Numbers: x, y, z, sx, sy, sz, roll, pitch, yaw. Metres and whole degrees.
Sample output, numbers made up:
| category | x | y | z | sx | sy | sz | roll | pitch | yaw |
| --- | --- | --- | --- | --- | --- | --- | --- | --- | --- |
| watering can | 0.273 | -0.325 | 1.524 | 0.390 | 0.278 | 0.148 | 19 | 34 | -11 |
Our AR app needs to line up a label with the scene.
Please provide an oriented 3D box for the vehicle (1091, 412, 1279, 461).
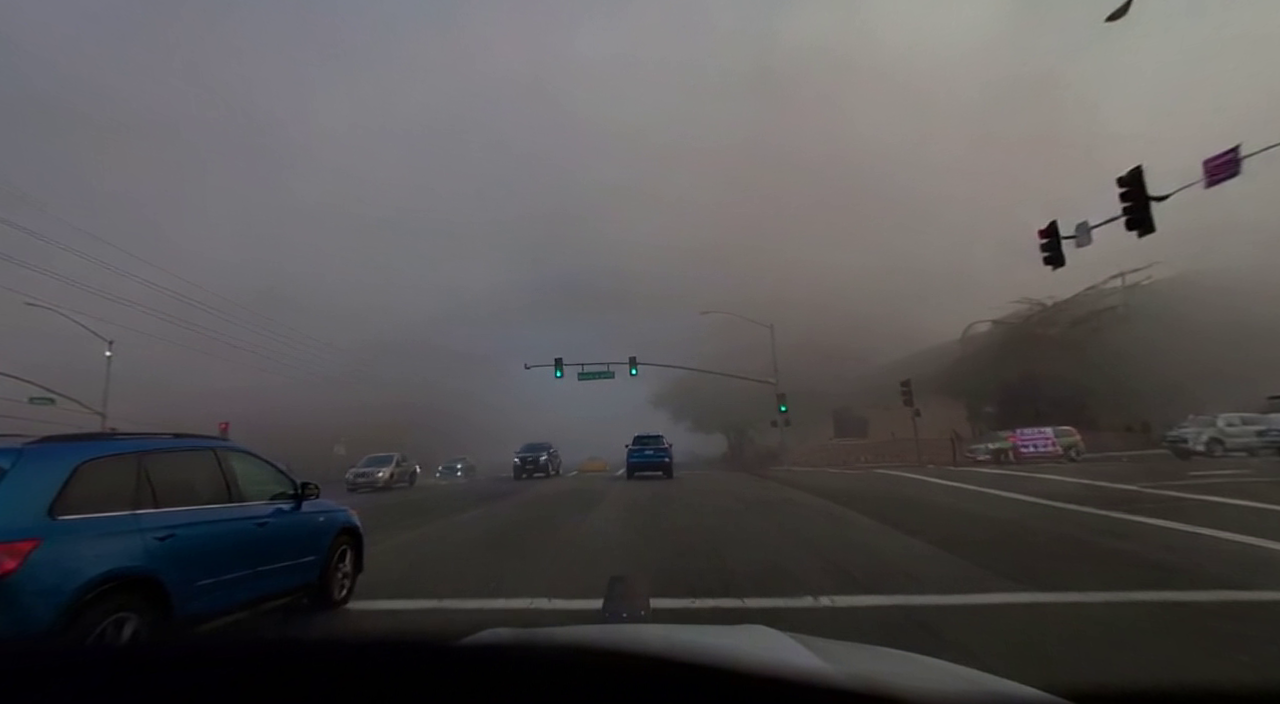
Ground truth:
| category | x | y | z | sx | sy | sz | roll | pitch | yaw |
| --- | --- | --- | --- | --- | --- | --- | --- | --- | --- |
| vehicle | 17.420 | 2.723 | 20.231 | 4.430 | 1.480 | 1.923 | 0 | -9 | -1 |

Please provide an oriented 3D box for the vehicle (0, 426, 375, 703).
| category | x | y | z | sx | sy | sz | roll | pitch | yaw |
| --- | --- | --- | --- | --- | --- | --- | --- | --- | --- |
| vehicle | -3.569 | 1.239 | 3.887 | 1.996 | 1.463 | 4.094 | 0 | -9 | 1 |

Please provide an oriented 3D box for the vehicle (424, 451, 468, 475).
| category | x | y | z | sx | sy | sz | roll | pitch | yaw |
| --- | --- | --- | --- | --- | --- | --- | --- | --- | --- |
| vehicle | -15.176 | 8.687 | 49.525 | 1.935 | 1.691 | 4.738 | 0 | -9 | 0 |

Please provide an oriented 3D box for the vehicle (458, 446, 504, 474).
| category | x | y | z | sx | sy | sz | roll | pitch | yaw |
| --- | --- | --- | --- | --- | --- | --- | --- | --- | --- |
| vehicle | -11.250 | 7.652 | 45.035 | 2.022 | 1.825 | 4.744 | 0 | -9 | 0 |

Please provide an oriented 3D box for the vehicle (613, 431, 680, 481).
| category | x | y | z | sx | sy | sz | roll | pitch | yaw |
| --- | --- | --- | --- | --- | --- | --- | --- | --- | --- |
| vehicle | 0.199 | 4.304 | 26.369 | 2.513 | 1.854 | 5.235 | 0 | -9 | -1 |
